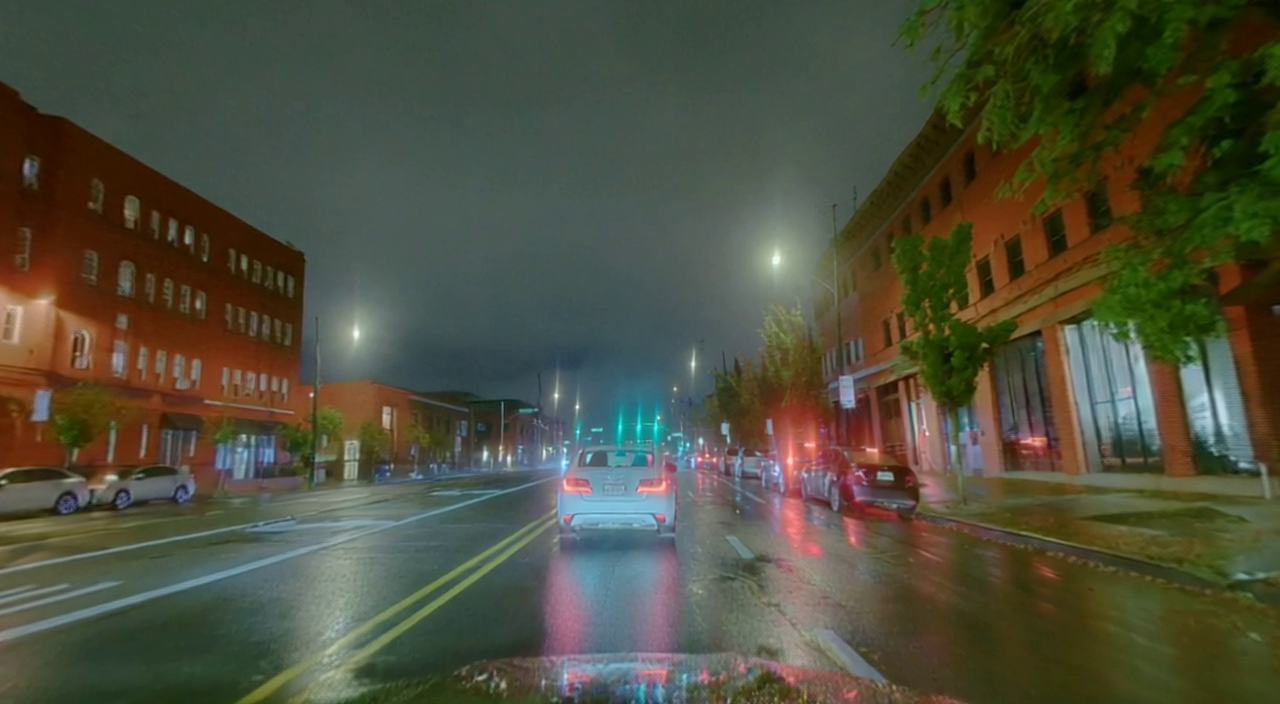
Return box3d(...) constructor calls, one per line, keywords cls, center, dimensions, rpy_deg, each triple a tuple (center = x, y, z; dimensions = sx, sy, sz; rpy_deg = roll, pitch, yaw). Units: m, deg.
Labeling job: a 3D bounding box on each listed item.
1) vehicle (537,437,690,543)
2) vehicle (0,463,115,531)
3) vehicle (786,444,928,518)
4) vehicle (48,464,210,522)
box3d(cls="vehicle", center=(-0.386, 2.339, 11.320), dimensions=(2.230, 1.518, 4.113), rpy_deg=(0, -9, 0))
box3d(cls="vehicle", center=(-17.615, 3.994, 17.545), dimensions=(1.909, 1.658, 4.559), rpy_deg=(0, -9, 1))
box3d(cls="vehicle", center=(4.916, 2.946, 14.927), dimensions=(1.832, 1.491, 4.054), rpy_deg=(1, -9, -1))
box3d(cls="vehicle", center=(-18.017, 4.944, 22.577), dimensions=(2.011, 1.727, 4.449), rpy_deg=(1, -9, 0))
